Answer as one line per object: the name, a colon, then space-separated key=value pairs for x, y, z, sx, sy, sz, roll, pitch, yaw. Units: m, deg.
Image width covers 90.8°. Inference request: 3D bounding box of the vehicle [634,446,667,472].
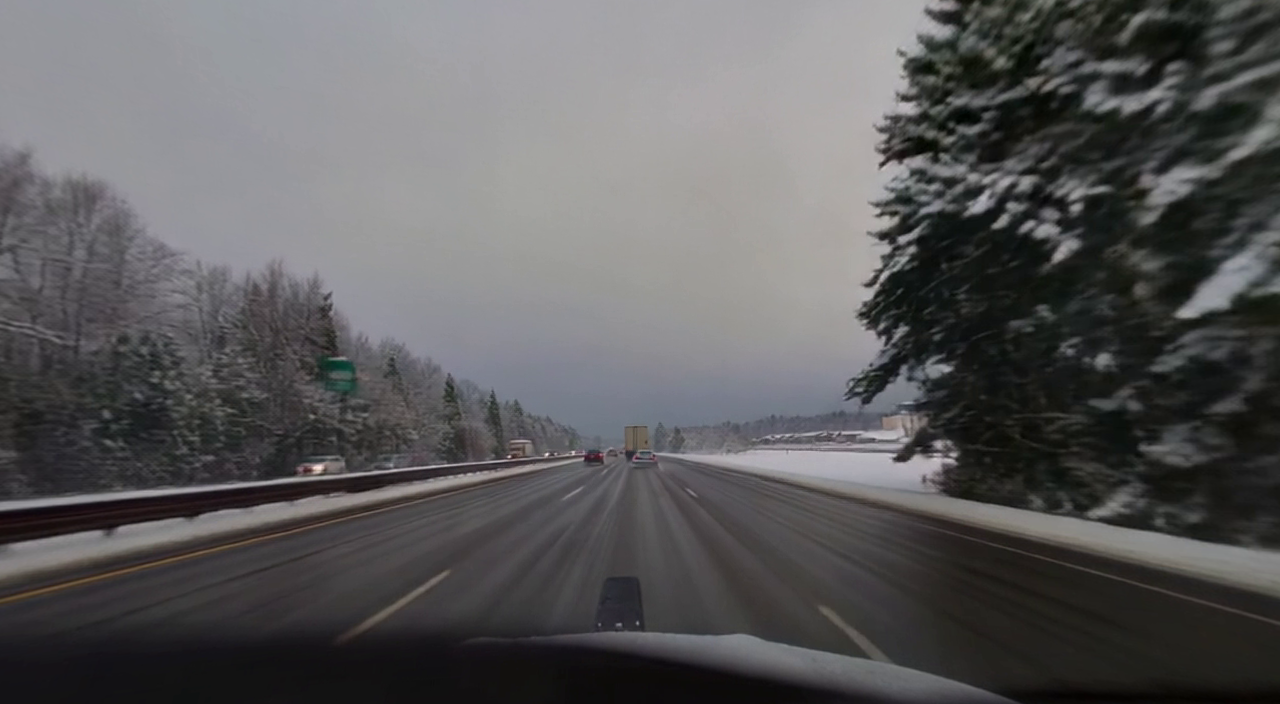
vehicle: x=0.637 y=7.019 z=41.455 sx=1.992 sy=1.593 sz=3.937 roll=0 pitch=-9 yaw=-1
